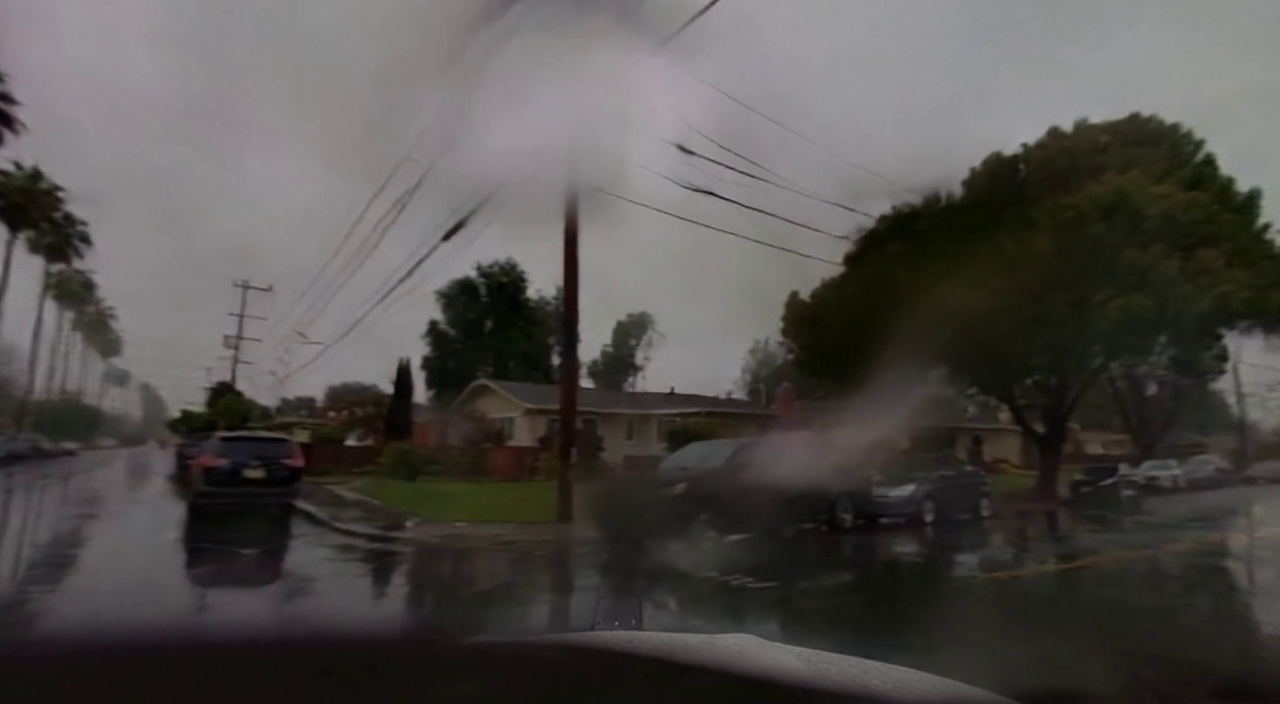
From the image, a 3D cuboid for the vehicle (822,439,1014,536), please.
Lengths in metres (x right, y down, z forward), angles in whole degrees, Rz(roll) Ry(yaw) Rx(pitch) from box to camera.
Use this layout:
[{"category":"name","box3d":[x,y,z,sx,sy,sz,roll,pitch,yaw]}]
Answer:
[{"category":"vehicle","box3d":[6.585,3.010,14.828,4.436,1.756,2.150,4,-7,-37]}]

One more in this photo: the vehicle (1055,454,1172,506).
[{"category":"vehicle","box3d":[16.509,4.352,21.958,4.626,1.523,1.897,6,-10,-36]}]

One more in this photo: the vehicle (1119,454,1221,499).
[{"category":"vehicle","box3d":[21.494,4.950,25.538,4.761,1.553,2.039,6,-10,-37]}]

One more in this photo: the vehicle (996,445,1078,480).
[{"category":"vehicle","box3d":[23.132,6.350,36.712,5.443,1.836,2.232,6,-10,-38]}]

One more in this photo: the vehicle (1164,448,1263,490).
[{"category":"vehicle","box3d":[26.555,5.371,29.209,5.191,1.746,1.985,6,-12,-33]}]

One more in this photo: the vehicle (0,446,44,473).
[{"category":"vehicle","box3d":[-42.185,7.210,42.493,2.370,1.685,3.679,6,-9,-35]}]

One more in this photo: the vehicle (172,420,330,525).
[{"category":"vehicle","box3d":[-9.197,2.607,14.630,2.505,1.895,5.805,6,-10,-36]}]

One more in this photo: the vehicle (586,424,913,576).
[{"category":"vehicle","box3d":[2.183,2.335,11.391,5.971,1.967,2.385,4,-9,-39]}]
